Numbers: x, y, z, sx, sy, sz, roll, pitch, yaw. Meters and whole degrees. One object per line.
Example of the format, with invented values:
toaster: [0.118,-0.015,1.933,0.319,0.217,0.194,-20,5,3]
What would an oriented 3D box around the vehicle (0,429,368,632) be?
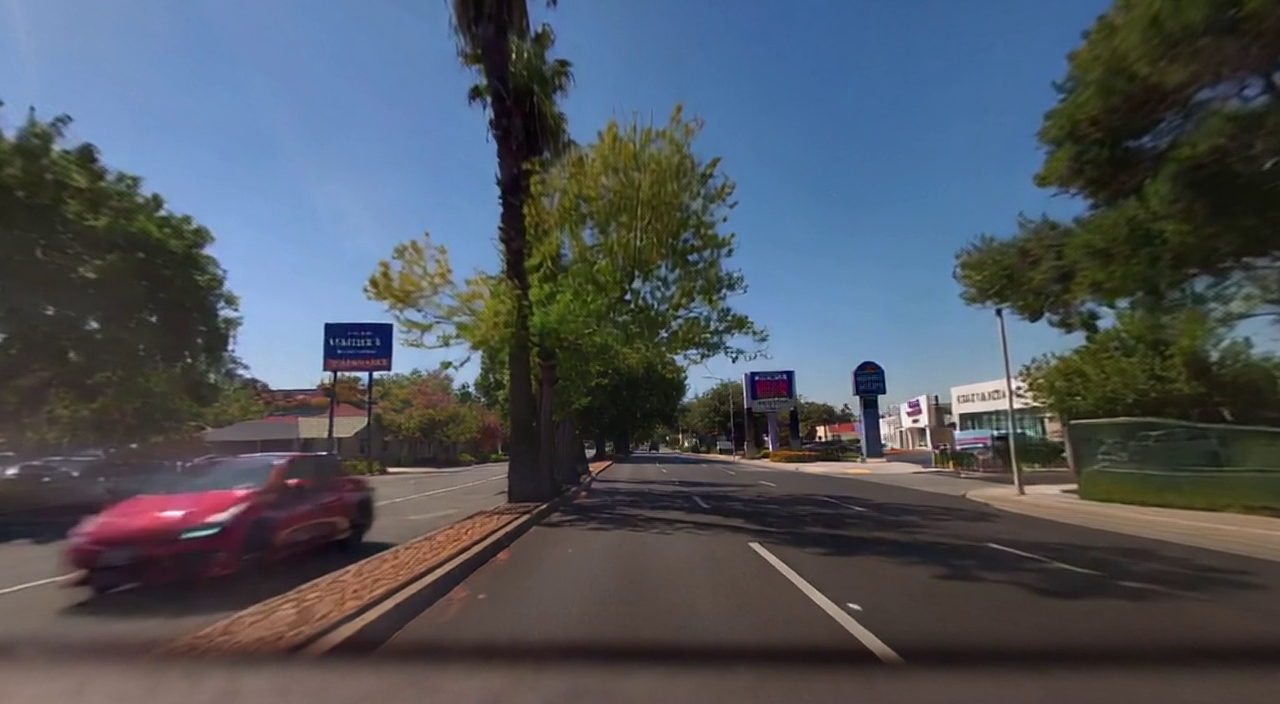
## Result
vehicle: [-4.870,1.633,6.839,1.934,1.471,4.280,0,-8,0]
